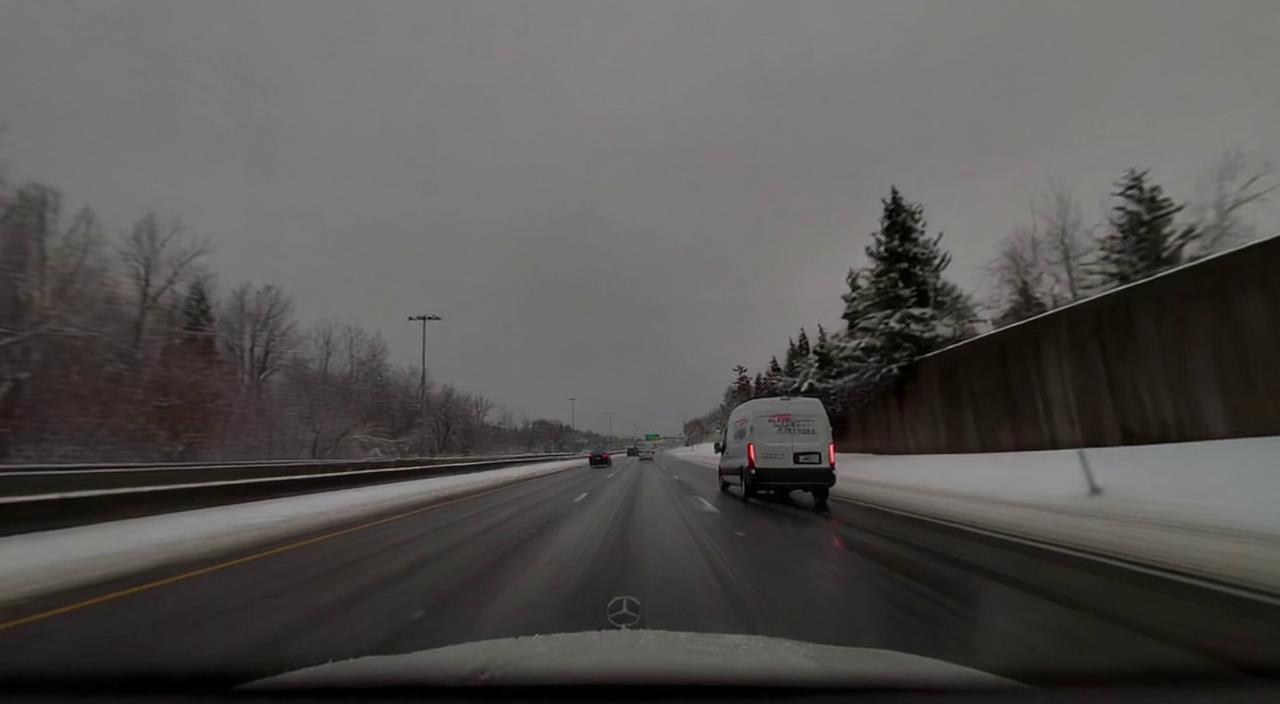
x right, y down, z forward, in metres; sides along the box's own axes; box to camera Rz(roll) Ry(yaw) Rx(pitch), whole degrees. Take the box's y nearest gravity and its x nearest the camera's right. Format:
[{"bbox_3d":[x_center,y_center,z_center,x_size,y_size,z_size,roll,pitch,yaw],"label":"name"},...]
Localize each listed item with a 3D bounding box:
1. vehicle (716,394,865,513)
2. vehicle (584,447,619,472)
[{"bbox_3d":[3.640,2.672,16.730,2.469,2.591,5.653,0,-9,-1],"label":"vehicle"},{"bbox_3d":[-2.582,7.317,43.029,1.964,1.618,4.489,0,-9,2],"label":"vehicle"}]
